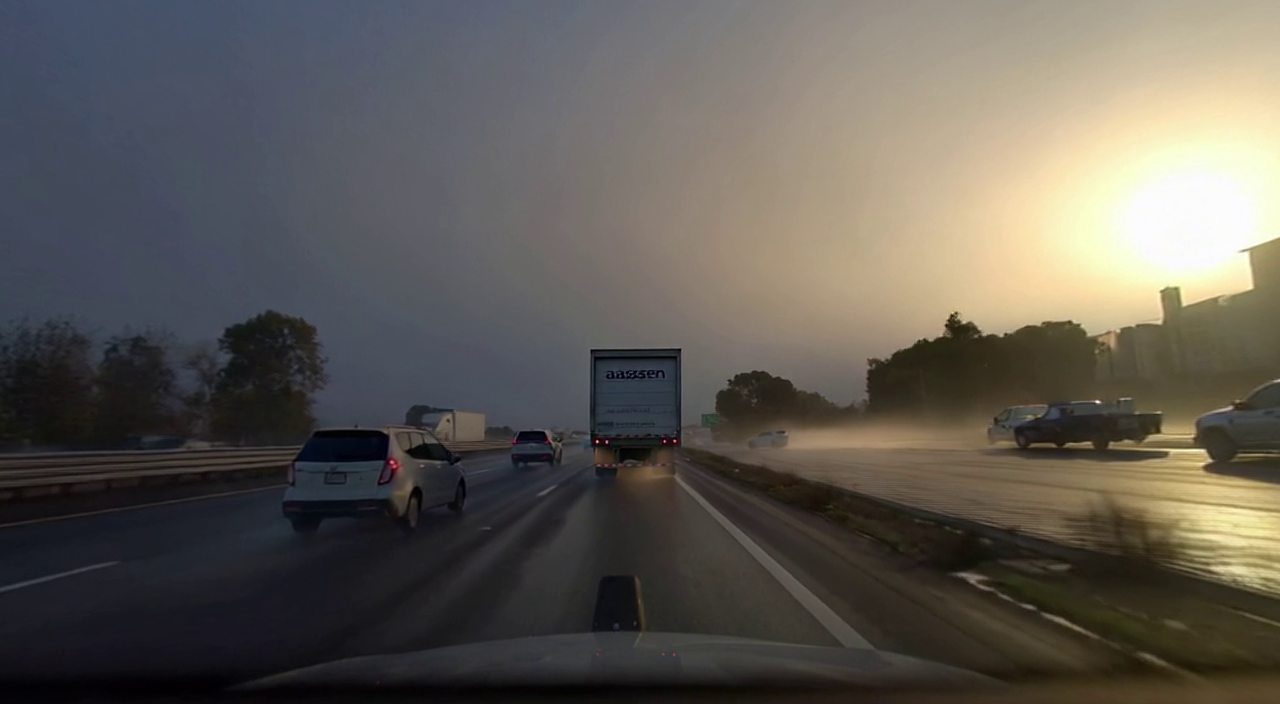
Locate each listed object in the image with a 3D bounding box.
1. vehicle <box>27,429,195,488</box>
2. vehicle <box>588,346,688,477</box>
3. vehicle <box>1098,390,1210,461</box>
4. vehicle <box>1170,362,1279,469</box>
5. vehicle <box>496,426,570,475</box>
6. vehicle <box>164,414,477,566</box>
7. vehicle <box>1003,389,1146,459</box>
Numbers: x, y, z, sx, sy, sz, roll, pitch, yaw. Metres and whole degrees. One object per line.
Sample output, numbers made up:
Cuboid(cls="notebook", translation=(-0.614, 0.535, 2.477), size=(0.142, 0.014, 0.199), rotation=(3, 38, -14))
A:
Cuboid(cls="vehicle", translation=(-19.445, 3.958, 23.494), size=(2.071, 1.937, 4.709), rotation=(0, -9, 1))
Cuboid(cls="vehicle", translation=(-0.135, 2.623, 25.694), size=(3.171, 4.204, 11.036), rotation=(0, -8, -1))
Cuboid(cls="vehicle", translation=(19.556, 2.830, 24.084), size=(1.658, 2.523, 2.851), rotation=(0, -8, -2))
Cuboid(cls="vehicle", translation=(19.380, 1.871, 18.443), size=(2.443, 3.006, 5.844), rotation=(0, -8, 1))
Cuboid(cls="vehicle", translation=(-3.760, 3.532, 22.785), size=(1.946, 1.599, 4.073), rotation=(0, -8, 0))
Cuboid(cls="vehicle", translation=(-3.777, 1.682, 8.538), size=(1.964, 1.507, 4.361), rotation=(0, -8, 0))
Cuboid(cls="vehicle", translation=(18.937, 3.240, 27.839), size=(2.432, 2.753, 5.388), rotation=(0, -8, 1))
